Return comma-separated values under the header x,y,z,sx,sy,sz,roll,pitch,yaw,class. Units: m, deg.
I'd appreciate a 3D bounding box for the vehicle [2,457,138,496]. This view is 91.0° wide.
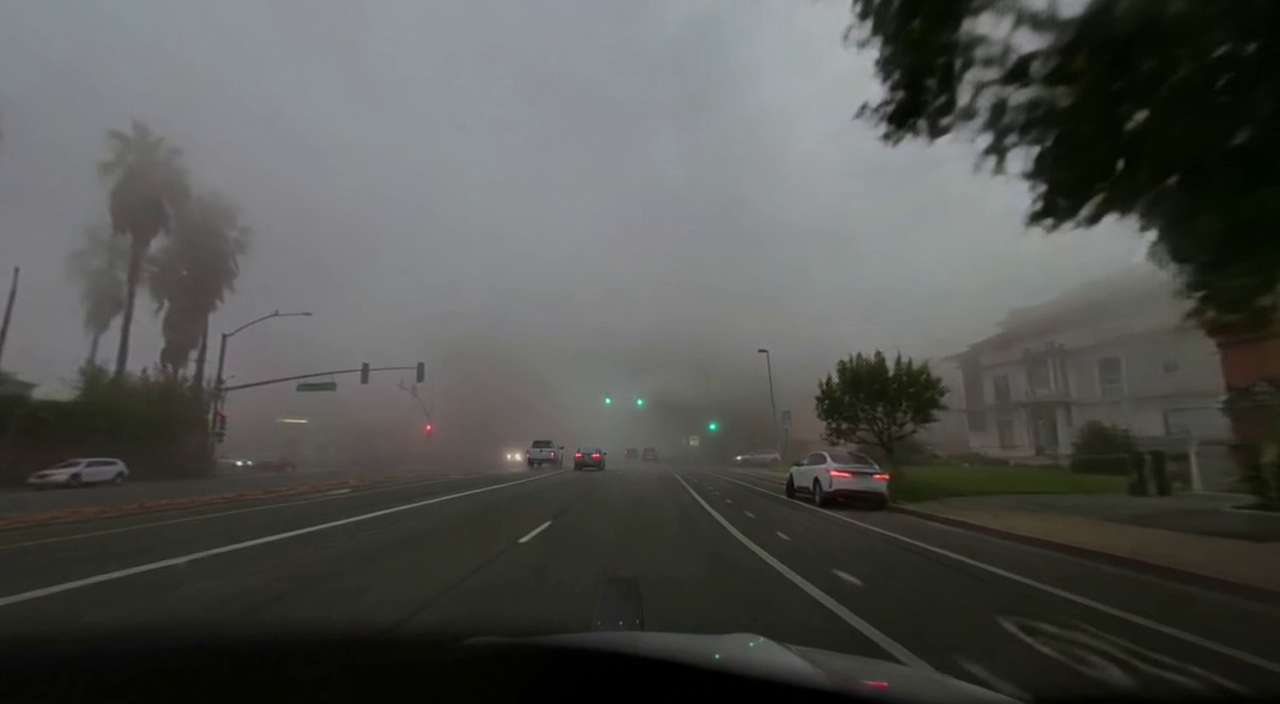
x,y,z,sx,sy,sz,roll,pitch,yaw,class
-25.388,5.549,28.331,1.838,1.516,4.484,0,-9,1,vehicle

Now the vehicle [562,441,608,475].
x,y,z,sx,sy,sz,roll,pitch,yaw,class
-3.101,6.147,36.585,2.116,1.806,4.516,0,-9,2,vehicle

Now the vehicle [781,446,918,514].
x,y,z,sx,sy,sz,roll,pitch,yaw,class
5.184,3.200,16.255,1.994,1.507,4.173,1,-9,-1,vehicle

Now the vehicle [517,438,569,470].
x,y,z,sx,sy,sz,roll,pitch,yaw,class
-6.532,7.004,43.371,2.457,2.010,6.330,0,-9,1,vehicle
